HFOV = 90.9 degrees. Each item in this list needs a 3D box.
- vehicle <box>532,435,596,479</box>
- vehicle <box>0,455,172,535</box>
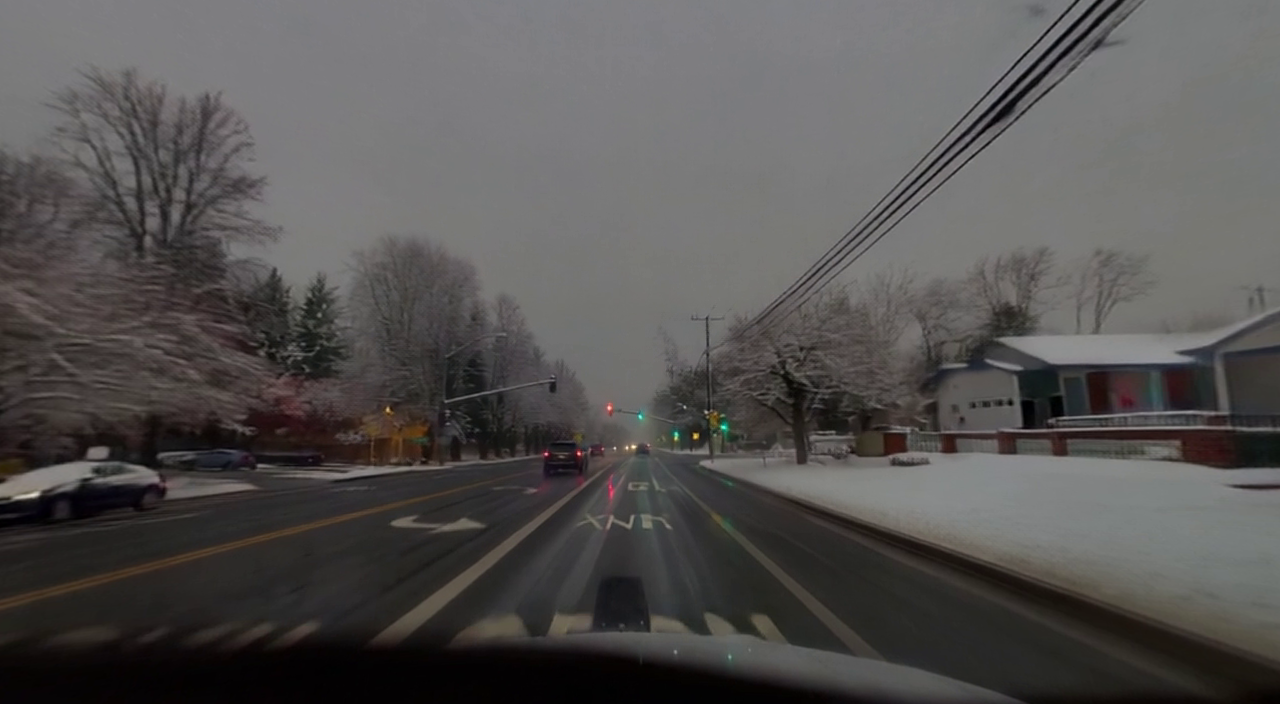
[{"bbox_3d":[-3.133,4.468,27.055,2.084,1.701,4.734,0,-8,1],"label":"vehicle"},{"bbox_3d":[-14.214,3.439,15.547,1.860,1.490,4.542,-4,-7,0],"label":"vehicle"}]
